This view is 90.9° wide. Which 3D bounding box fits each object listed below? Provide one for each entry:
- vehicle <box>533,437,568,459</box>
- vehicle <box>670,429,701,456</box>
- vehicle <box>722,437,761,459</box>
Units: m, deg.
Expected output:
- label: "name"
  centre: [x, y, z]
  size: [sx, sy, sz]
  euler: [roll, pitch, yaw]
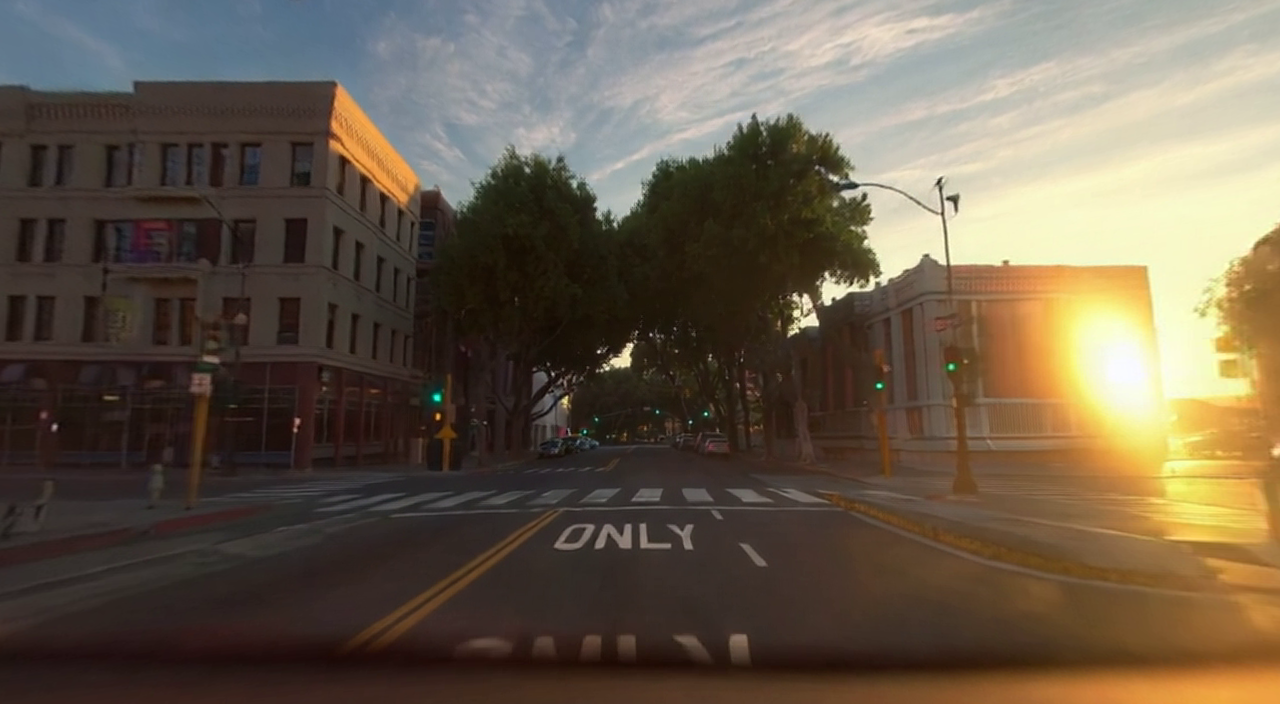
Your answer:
- label: "vehicle"
  centre: [-6.739, 7.227, 47.715]
  size: [2.127, 1.533, 4.547]
  euler: [-1, -8, -2]
- label: "vehicle"
  centre: [3.481, 7.022, 48.836]
  size: [1.971, 1.919, 4.748]
  euler: [0, -8, -1]
- label: "vehicle"
  centre: [7.413, 7.047, 46.445]
  size: [1.997, 1.510, 4.455]
  euler: [0, -8, -2]
